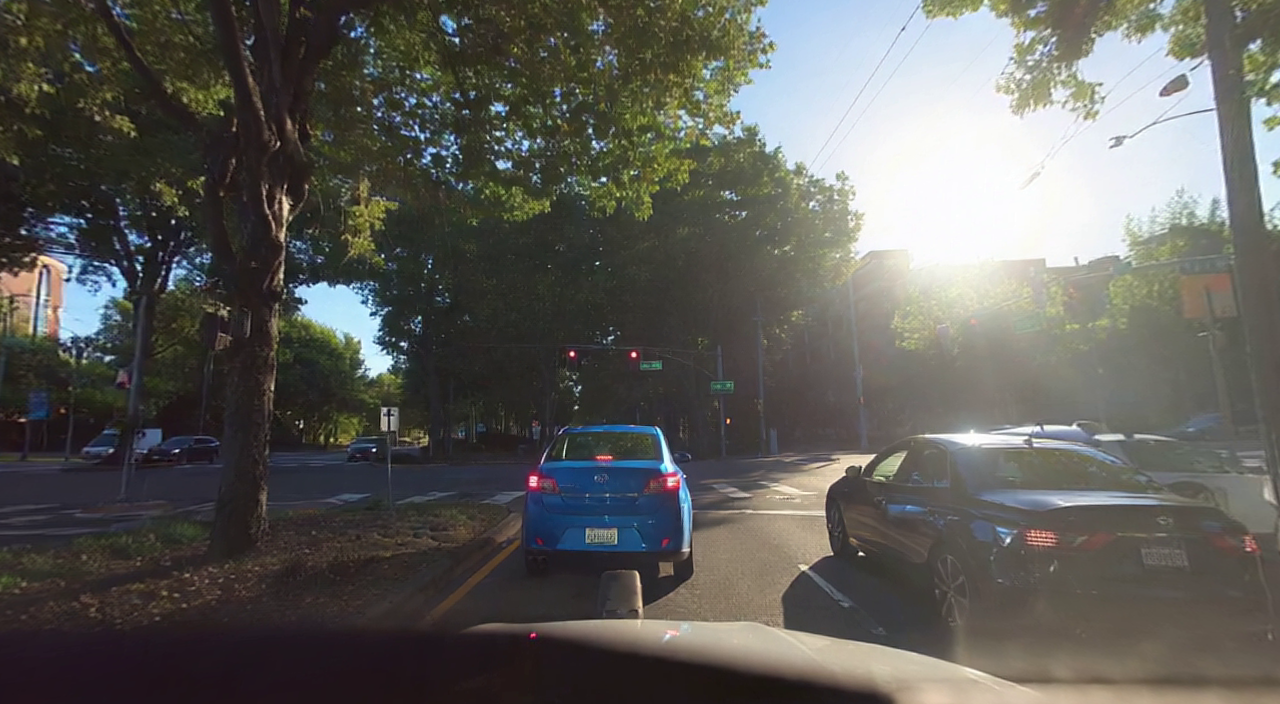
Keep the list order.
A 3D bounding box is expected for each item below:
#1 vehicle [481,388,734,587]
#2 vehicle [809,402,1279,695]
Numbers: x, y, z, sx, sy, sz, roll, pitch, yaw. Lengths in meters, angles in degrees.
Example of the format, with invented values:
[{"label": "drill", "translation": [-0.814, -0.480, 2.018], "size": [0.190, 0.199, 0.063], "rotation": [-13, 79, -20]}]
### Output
[{"label": "vehicle", "translation": [-0.347, 1.526, 7.825], "size": [2.247, 1.760, 4.231], "rotation": [0, -9, -2]}, {"label": "vehicle", "translation": [3.170, 1.400, 5.776], "size": [1.932, 1.562, 4.629], "rotation": [0, -9, -1]}]
